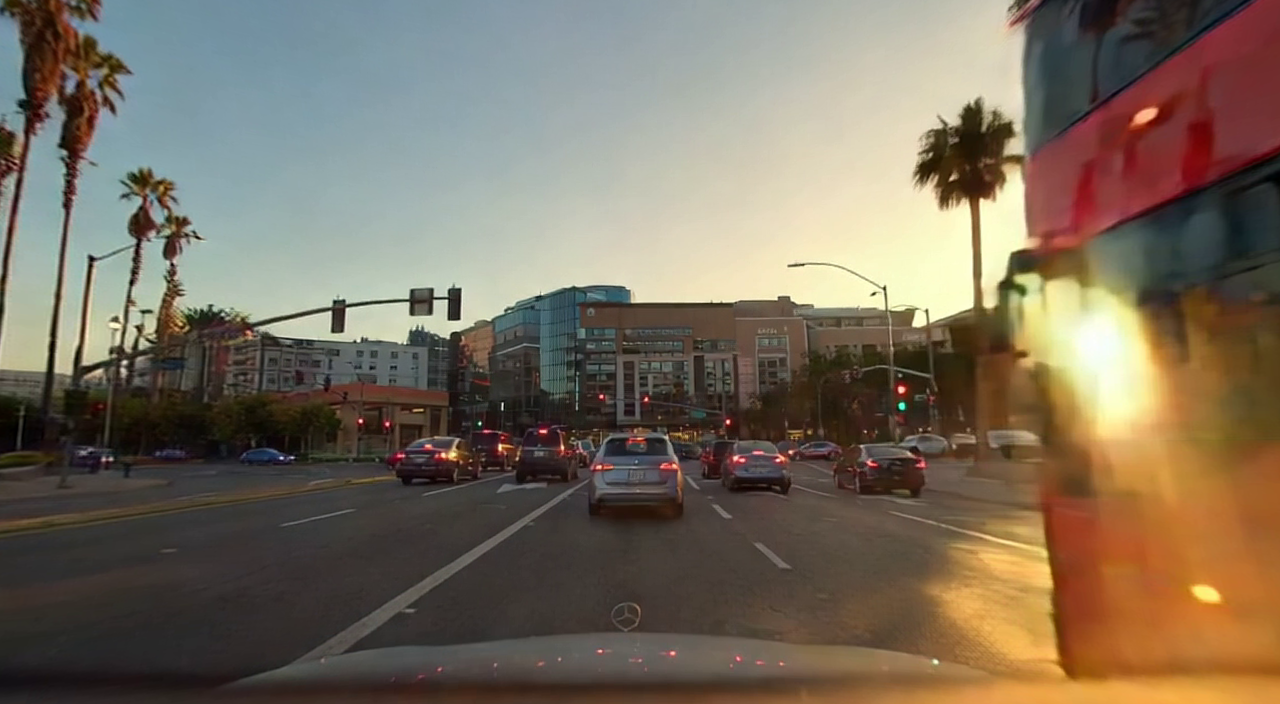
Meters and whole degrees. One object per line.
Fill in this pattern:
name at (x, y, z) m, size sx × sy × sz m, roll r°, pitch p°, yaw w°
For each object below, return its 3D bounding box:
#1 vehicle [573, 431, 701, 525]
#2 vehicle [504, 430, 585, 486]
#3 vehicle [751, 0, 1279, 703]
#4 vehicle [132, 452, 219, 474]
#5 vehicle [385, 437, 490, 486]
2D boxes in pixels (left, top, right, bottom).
vehicle at (-0.041, 2.322, 12.158) m, size 2.060 × 1.499 × 3.831 m, roll 0°, pitch -9°, yaw 0°
vehicle at (-3.191, 3.660, 22.069) m, size 2.020 × 1.721 × 4.366 m, roll -1°, pitch -9°, yaw 2°
vehicle at (3.555, 0.040, 4.946) m, size 2.970 × 4.015 × 13.606 m, roll 0°, pitch -9°, yaw 0°
vehicle at (-33.340, 7.958, 45.428) m, size 4.653 × 1.472 × 1.870 m, roll 1°, pitch -9°, yaw -6°
vehicle at (-6.843, 3.758, 21.967) m, size 1.927 × 1.480 × 4.832 m, roll 0°, pitch -9°, yaw 2°
